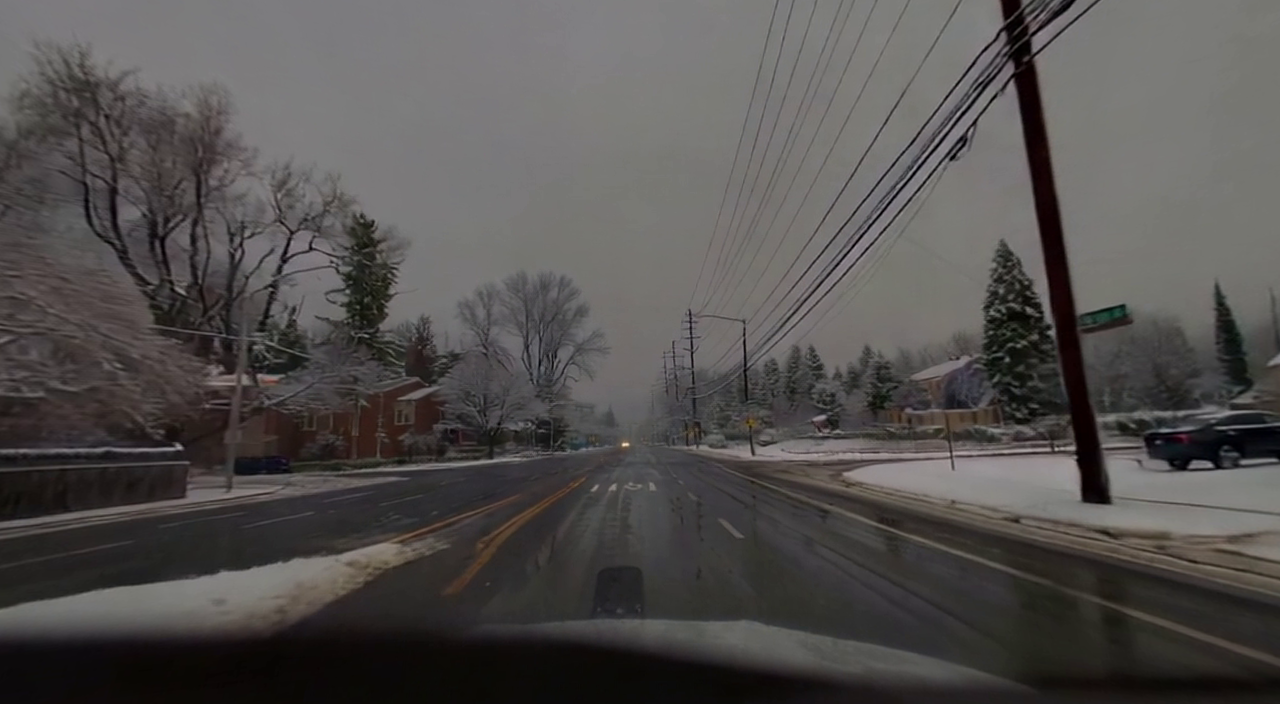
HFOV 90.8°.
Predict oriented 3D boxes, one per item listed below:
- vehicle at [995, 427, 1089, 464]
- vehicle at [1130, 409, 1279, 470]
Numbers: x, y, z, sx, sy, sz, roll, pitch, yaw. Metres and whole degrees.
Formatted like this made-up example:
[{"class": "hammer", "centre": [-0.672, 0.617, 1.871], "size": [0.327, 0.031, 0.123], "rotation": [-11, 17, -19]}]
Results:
[{"class": "vehicle", "centre": [22.067, 5.155, 34.963], "size": [1.960, 1.873, 4.839], "rotation": [0, -8, 0]}, {"class": "vehicle", "centre": [16.611, 2.403, 17.301], "size": [4.681, 1.541, 2.049], "rotation": [0, -8, -3]}]
